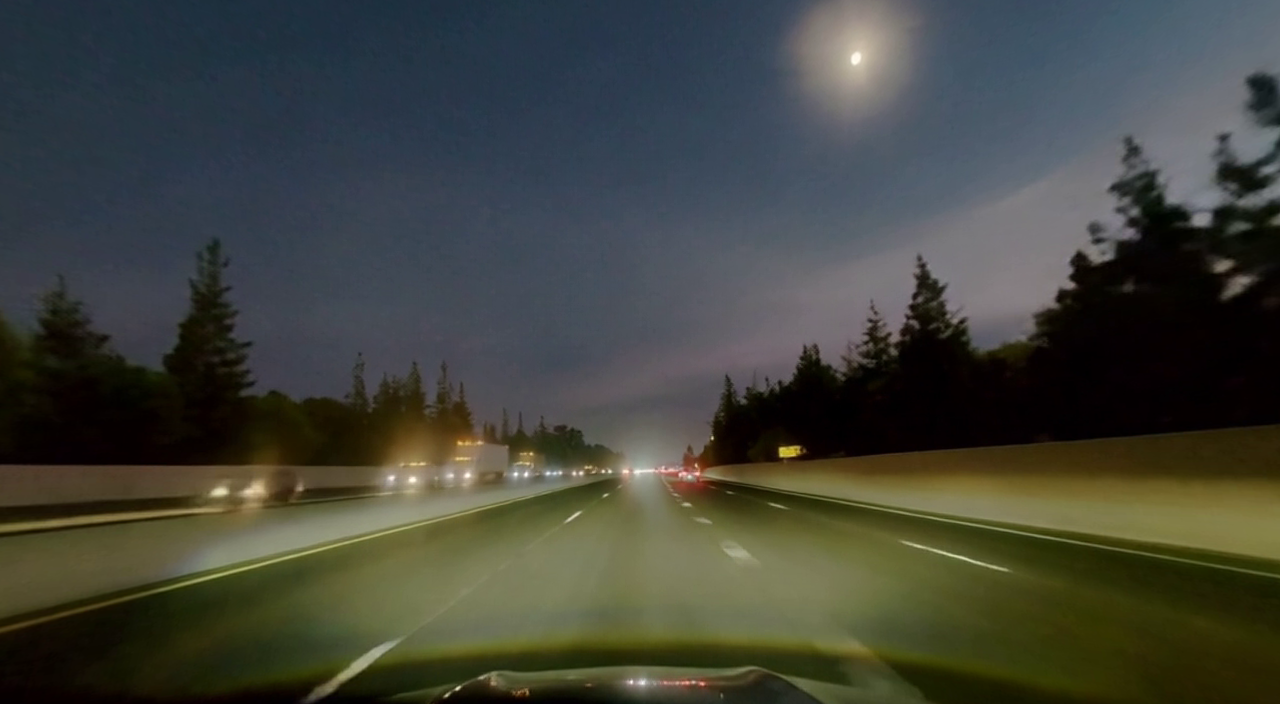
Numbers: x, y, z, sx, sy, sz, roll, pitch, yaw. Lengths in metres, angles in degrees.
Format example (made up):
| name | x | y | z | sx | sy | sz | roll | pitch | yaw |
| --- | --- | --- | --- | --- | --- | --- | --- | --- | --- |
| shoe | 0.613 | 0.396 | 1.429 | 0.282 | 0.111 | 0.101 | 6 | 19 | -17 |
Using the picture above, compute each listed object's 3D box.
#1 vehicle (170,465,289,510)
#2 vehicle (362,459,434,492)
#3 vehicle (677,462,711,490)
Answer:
| name | x | y | z | sx | sy | sz | roll | pitch | yaw |
| --- | --- | --- | --- | --- | --- | --- | --- | --- | --- |
| vehicle | -14.599 | 4.812 | 22.659 | 1.837 | 1.444 | 3.440 | 1 | -10 | 1 |
| vehicle | -14.742 | 7.547 | 38.713 | 2.255 | 1.844 | 4.992 | 1 | -10 | 1 |
| vehicle | 3.955 | 9.196 | 46.786 | 2.093 | 1.933 | 4.623 | 1 | -10 | -1 |
